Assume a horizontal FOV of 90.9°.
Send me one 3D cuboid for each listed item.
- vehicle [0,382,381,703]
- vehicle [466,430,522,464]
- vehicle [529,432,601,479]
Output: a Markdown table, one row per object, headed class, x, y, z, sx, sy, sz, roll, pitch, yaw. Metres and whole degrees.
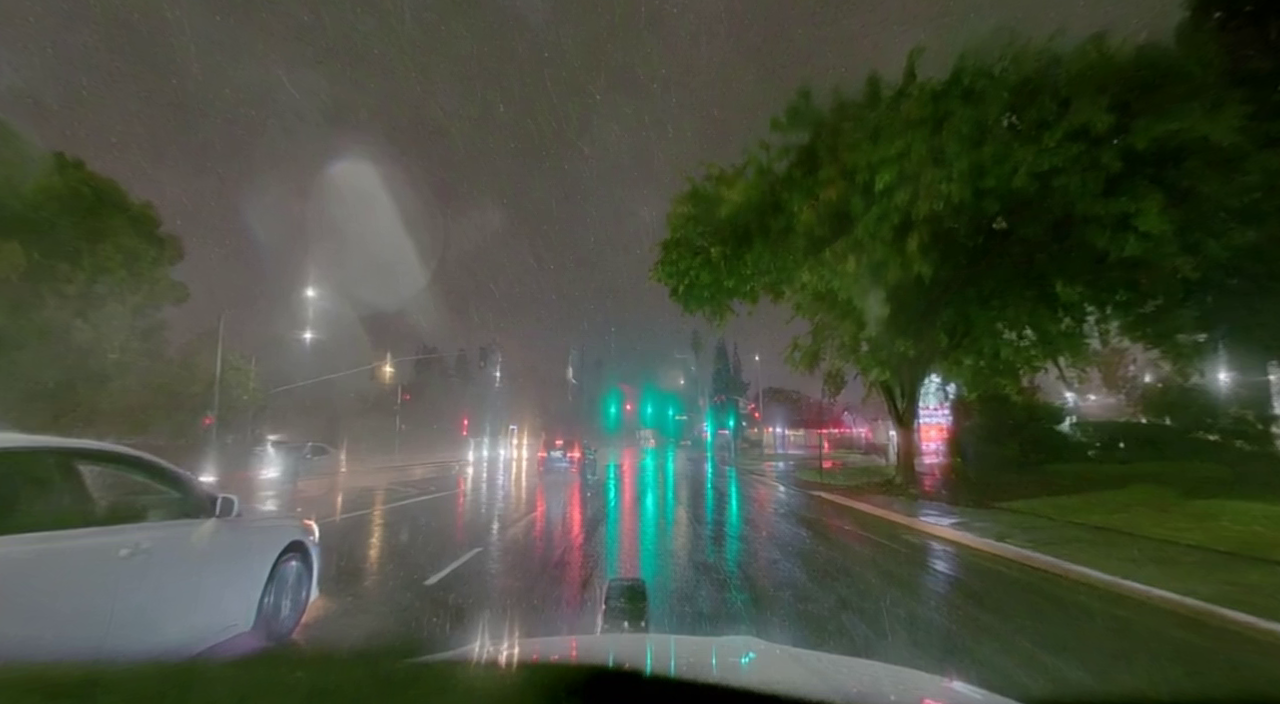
| class | x | y | z | sx | sy | sz | roll | pitch | yaw |
| --- | --- | --- | --- | --- | --- | --- | --- | --- | --- |
| vehicle | -3.206 | 0.984 | 3.058 | 2.018 | 1.477 | 4.401 | 0 | -8 | 0 |
| vehicle | -8.785 | 5.776 | 38.370 | 2.030 | 1.906 | 4.661 | -1 | -8 | 3 |
| vehicle | -2.877 | 4.108 | 25.293 | 2.109 | 1.692 | 4.220 | -1 | -8 | 4 |
